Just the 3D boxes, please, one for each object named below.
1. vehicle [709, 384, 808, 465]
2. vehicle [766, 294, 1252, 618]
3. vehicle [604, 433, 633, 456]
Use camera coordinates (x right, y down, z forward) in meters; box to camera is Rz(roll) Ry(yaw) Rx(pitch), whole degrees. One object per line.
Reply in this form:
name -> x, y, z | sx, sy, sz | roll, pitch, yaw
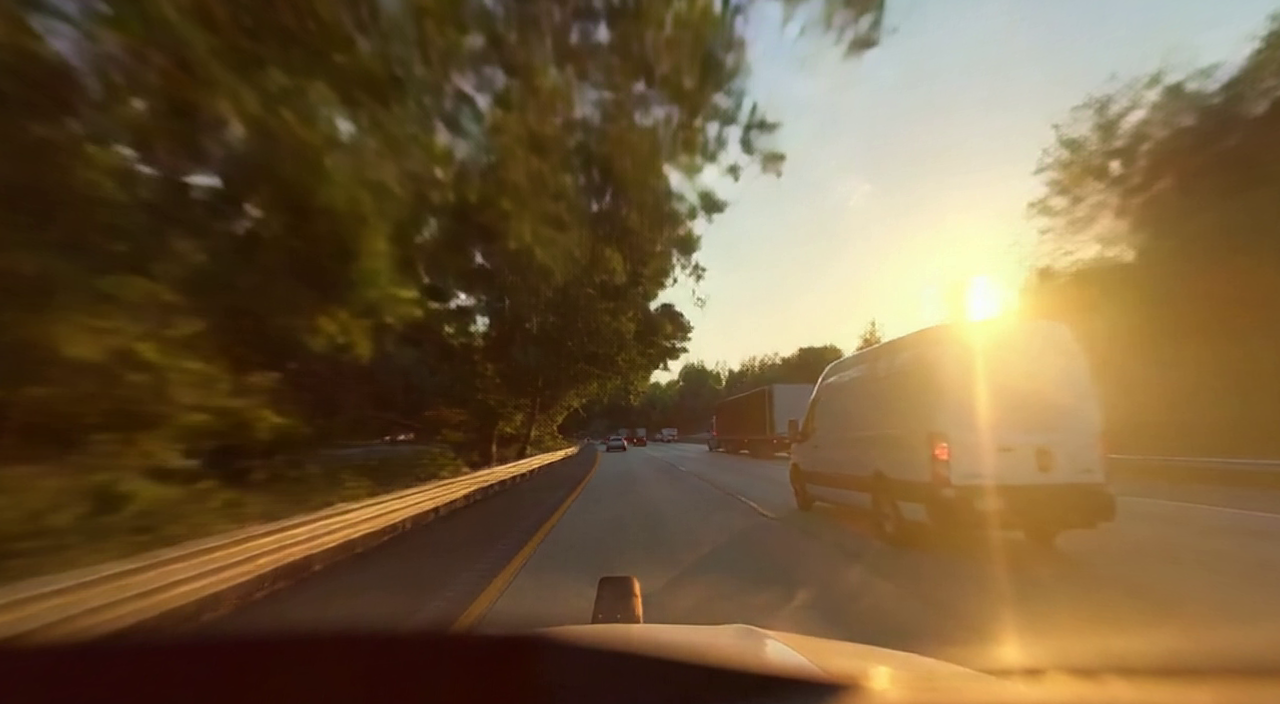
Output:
vehicle -> 6.833, 4.630, 39.322 | 2.888, 4.093, 14.227 | 0, -8, -2
vehicle -> 3.427, 1.143, 7.696 | 2.436, 2.521, 5.409 | 0, -8, -2
vehicle -> -1.639, 7.038, 48.179 | 2.088, 1.671, 4.068 | 0, -8, -2
